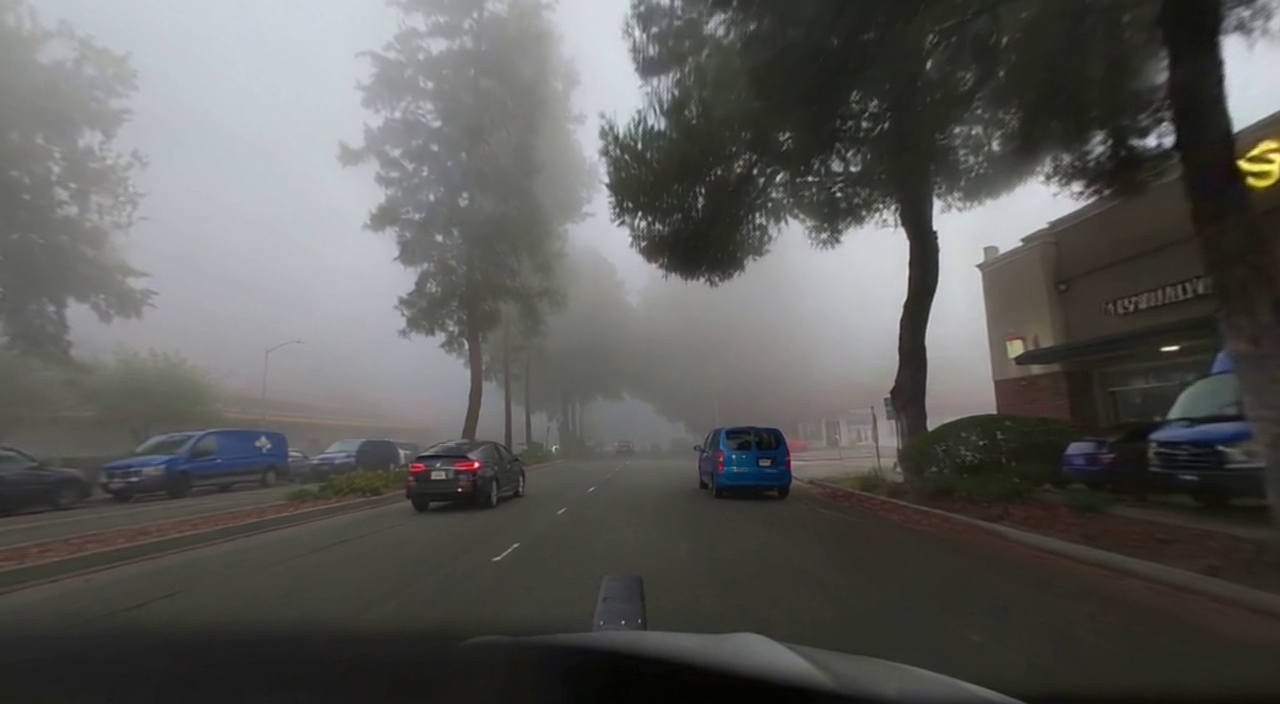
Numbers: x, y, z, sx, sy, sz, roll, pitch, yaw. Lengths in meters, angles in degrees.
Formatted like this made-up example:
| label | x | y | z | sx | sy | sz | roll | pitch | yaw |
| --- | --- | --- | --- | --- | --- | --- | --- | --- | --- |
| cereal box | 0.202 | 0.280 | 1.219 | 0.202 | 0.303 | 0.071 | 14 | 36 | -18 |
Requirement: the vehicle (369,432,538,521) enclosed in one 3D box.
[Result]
| label | x | y | z | sx | sy | sz | roll | pitch | yaw |
| --- | --- | --- | --- | --- | --- | --- | --- | --- | --- |
| vehicle | -3.519 | 2.432 | 12.828 | 1.966 | 1.481 | 4.385 | 0 | -8 | 2 |

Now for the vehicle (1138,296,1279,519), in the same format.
| label | x | y | z | sx | sy | sz | roll | pitch | yaw |
| --- | --- | --- | --- | --- | --- | --- | --- | --- | --- |
| vehicle | 13.161 | 0.975 | 10.425 | 7.188 | 3.303 | 2.772 | 0 | -8 | 0 |

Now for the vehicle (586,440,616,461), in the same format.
| label | x | y | z | sx | sy | sz | roll | pitch | yaw |
| --- | --- | --- | --- | --- | --- | --- | --- | --- | --- |
| vehicle | -2.800 | 7.200 | 45.868 | 1.840 | 1.442 | 4.050 | 0 | -8 | 1 |

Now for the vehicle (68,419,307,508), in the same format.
| label | x | y | z | sx | sy | sz | roll | pitch | yaw |
| --- | --- | --- | --- | --- | --- | --- | --- | --- | --- |
| vehicle | -11.856 | 2.963 | 17.193 | 2.359 | 2.018 | 5.504 | 0 | -8 | 1 |

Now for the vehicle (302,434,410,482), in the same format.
| label | x | y | z | sx | sy | sz | roll | pitch | yaw |
| --- | --- | --- | --- | --- | --- | --- | --- | --- | --- |
| vehicle | -11.694 | 4.383 | 26.334 | 2.117 | 1.787 | 4.917 | 0 | -8 | 1 |

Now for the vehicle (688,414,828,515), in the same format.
| label | x | y | z | sx | sy | sz | roll | pitch | yaw |
| --- | --- | --- | --- | --- | --- | --- | --- | --- | --- |
| vehicle | 2.255 | 2.328 | 13.408 | 2.293 | 1.779 | 4.457 | 0 | -8 | 2 |
